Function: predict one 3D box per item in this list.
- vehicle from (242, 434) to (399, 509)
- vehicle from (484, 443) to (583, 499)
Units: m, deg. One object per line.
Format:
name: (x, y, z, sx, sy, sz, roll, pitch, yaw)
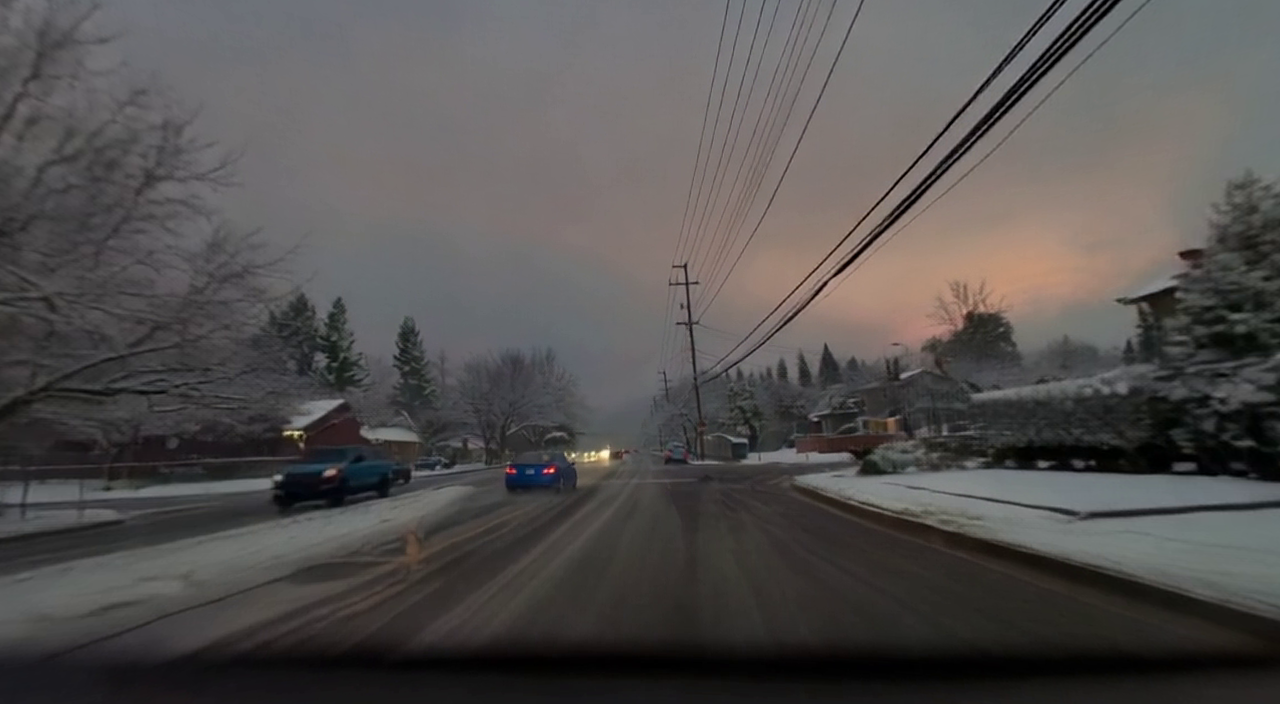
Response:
vehicle: (-9.594, 3.606, 19.681, 2.115, 1.978, 5.647, 1, -8, -2)
vehicle: (-3.036, 3.503, 19.105, 2.041, 1.471, 4.602, 0, -8, 2)
